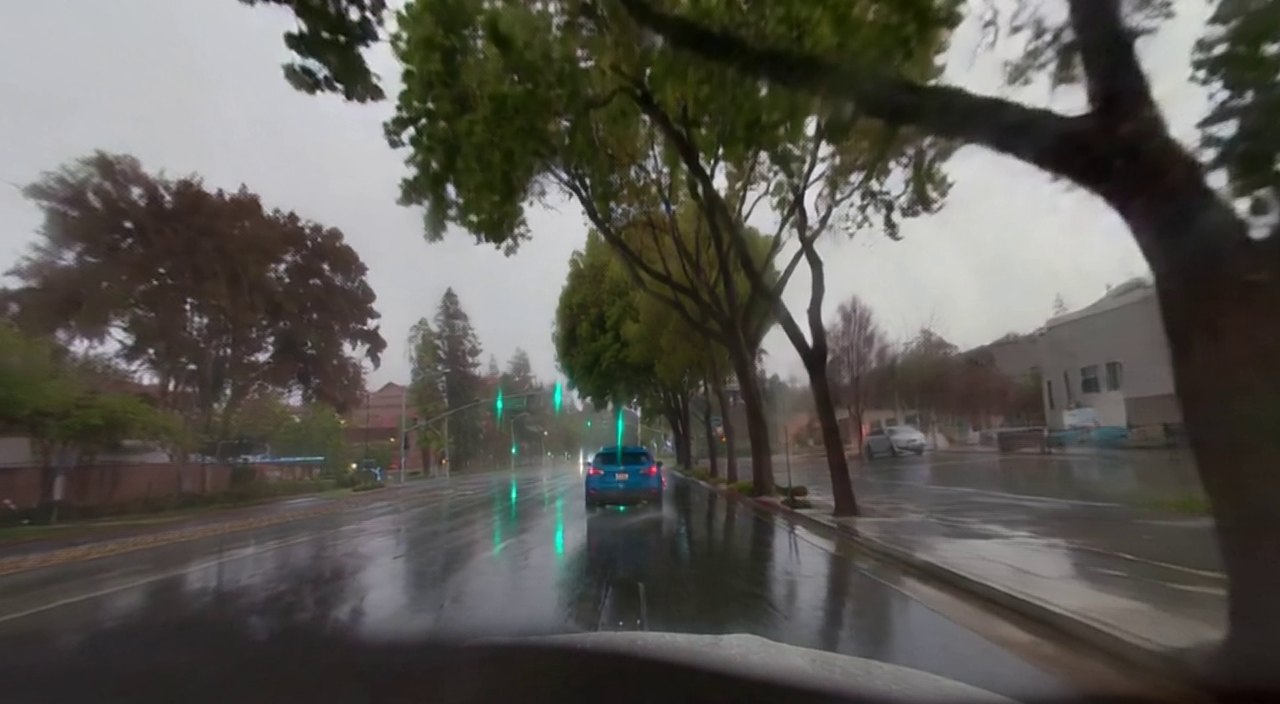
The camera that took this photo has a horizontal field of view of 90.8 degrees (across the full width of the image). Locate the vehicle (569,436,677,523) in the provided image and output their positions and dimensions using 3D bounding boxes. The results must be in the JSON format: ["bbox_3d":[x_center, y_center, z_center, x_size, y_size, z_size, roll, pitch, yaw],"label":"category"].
[{"bbox_3d":[-0.364,2.844,14.497,2.136,1.703,3.910,0,-9,-1],"label":"vehicle"}]

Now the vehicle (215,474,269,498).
[{"bbox_3d":[-28.656,9.658,45.596,1.771,1.435,4.144,-3,-11,-9],"label":"vehicle"}]

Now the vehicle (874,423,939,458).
[{"bbox_3d":[16.280,5.539,38.915,2.039,1.990,5.111,-1,-9,4],"label":"vehicle"}]
